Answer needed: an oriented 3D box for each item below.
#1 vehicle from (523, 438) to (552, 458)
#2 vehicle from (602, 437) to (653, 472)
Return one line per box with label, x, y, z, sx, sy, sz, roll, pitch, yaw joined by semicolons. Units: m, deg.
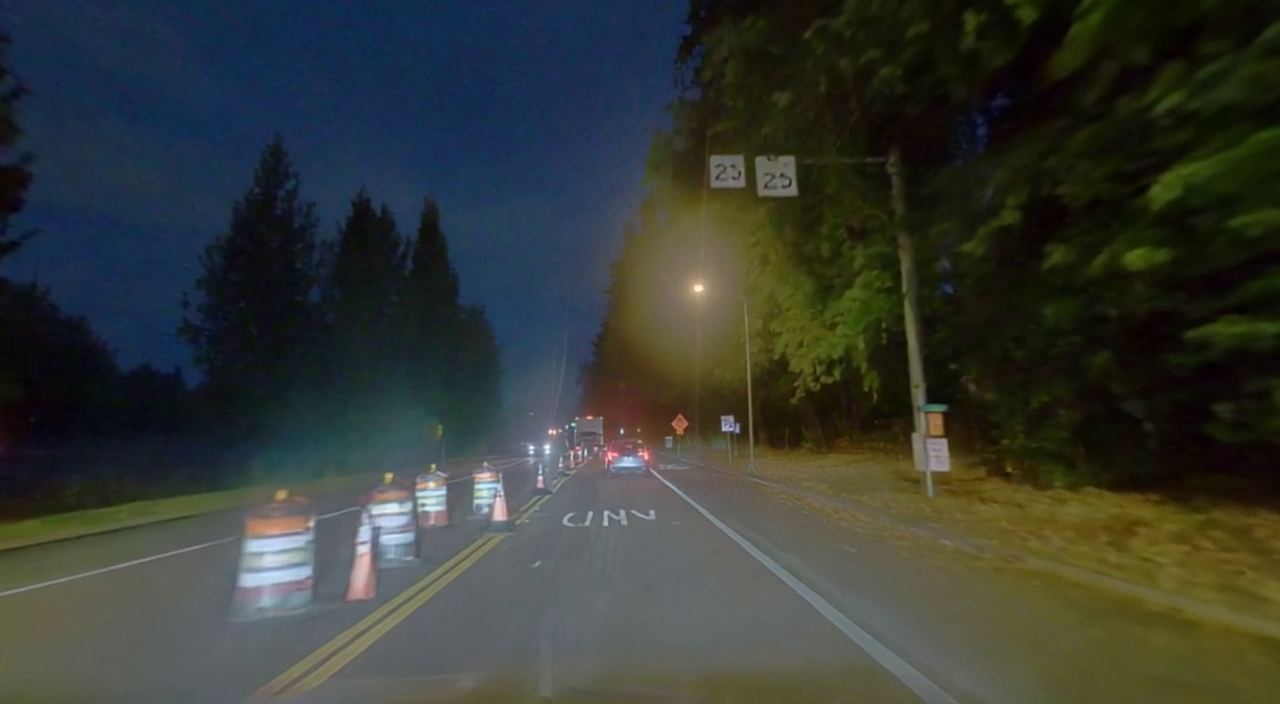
vehicle;-7.890;7.435;48.992;2.019;1.492;4.091;1;-8;-7
vehicle;-0.590;4.656;28.919;2.186;1.463;4.356;0;-8;-2
